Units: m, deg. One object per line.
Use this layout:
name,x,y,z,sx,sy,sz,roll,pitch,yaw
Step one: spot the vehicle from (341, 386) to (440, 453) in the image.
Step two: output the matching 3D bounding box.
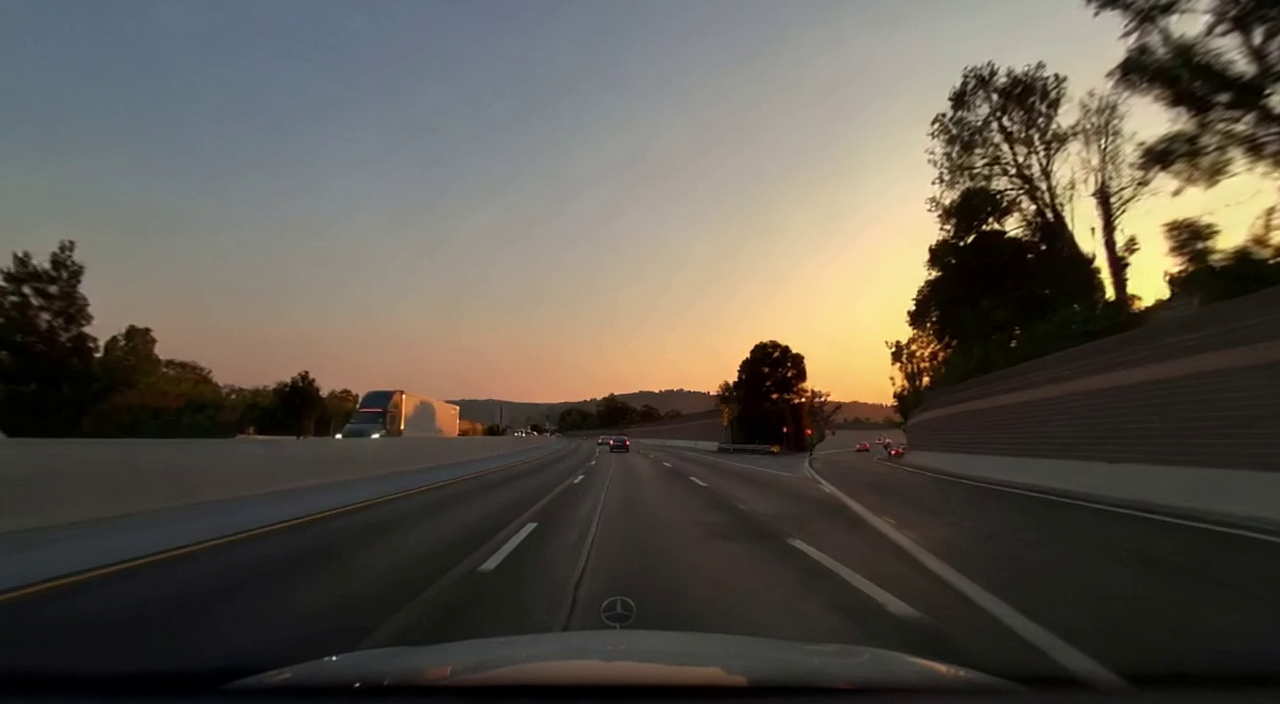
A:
vehicle,-17.886,5.112,46.392,2.953,4.309,11.639,0,-8,-2
